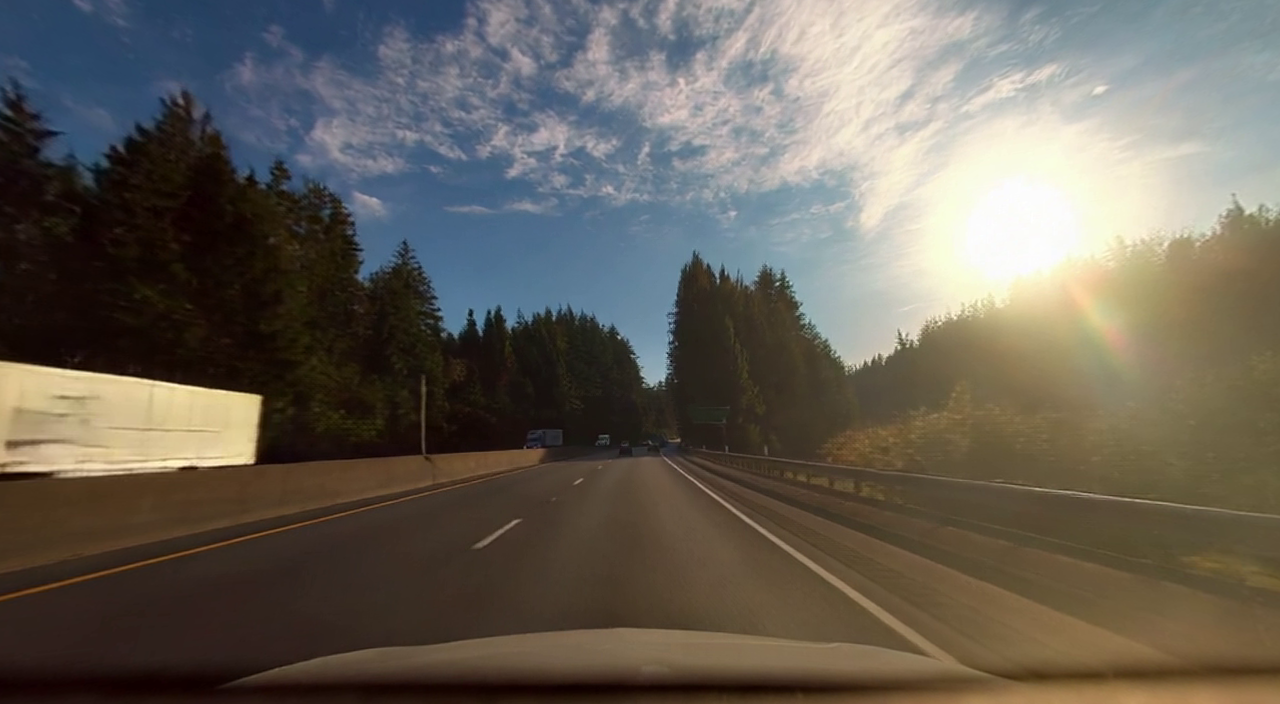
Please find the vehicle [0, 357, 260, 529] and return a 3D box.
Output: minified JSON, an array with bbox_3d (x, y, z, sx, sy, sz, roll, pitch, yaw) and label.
[{"bbox_3d":[-16.711,2.570,17.737,2.883,4.044,14.698,0,-8,0],"label":"vehicle"}]
